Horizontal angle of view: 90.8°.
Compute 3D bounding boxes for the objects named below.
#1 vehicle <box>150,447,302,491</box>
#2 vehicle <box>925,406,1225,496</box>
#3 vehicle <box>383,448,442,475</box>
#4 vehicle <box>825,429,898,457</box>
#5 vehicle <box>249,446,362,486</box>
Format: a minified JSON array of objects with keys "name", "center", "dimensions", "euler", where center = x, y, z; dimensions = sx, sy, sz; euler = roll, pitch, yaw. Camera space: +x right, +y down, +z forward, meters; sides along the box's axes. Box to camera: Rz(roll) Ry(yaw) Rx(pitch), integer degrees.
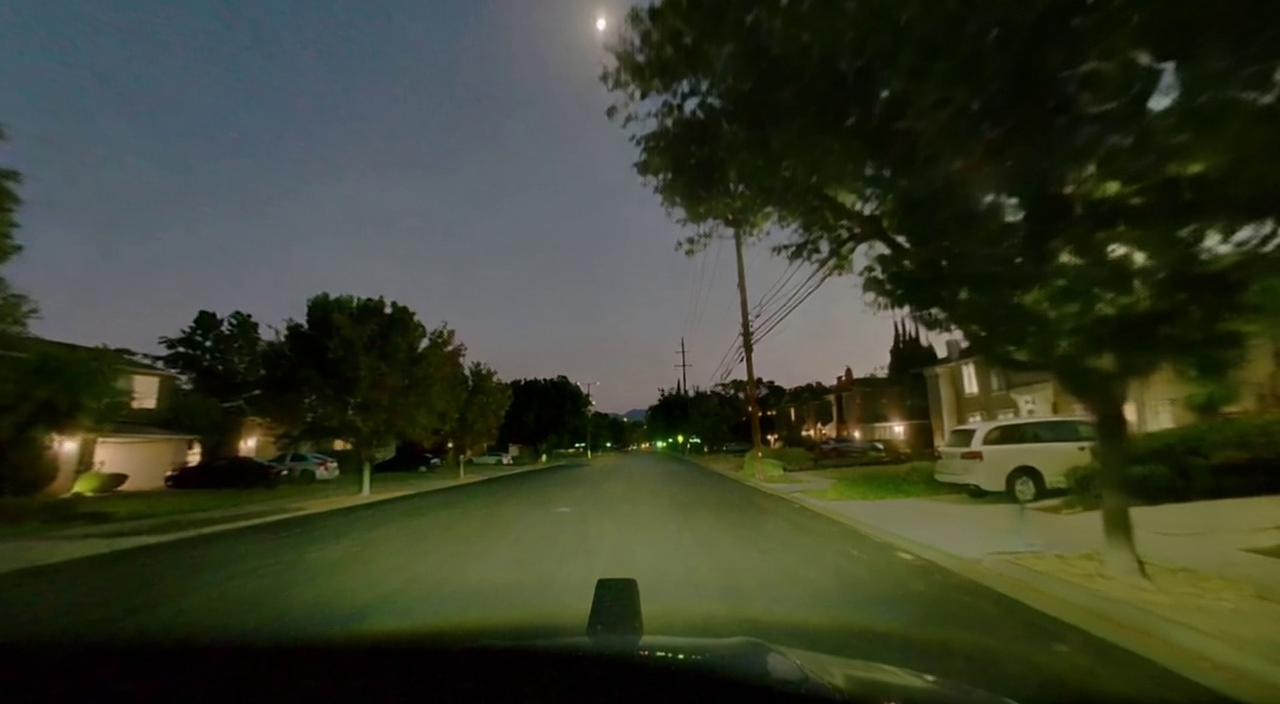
[{"name":"vehicle","center":[-16.245,4.599,24.993],"dimensions":[4.482,1.648,2.169],"euler":[0,-9,1]},{"name":"vehicle","center":[9.683,2.252,14.454],"dimensions":[5.273,1.868,2.070],"euler":[0,-9,0]},{"name":"vehicle","center":[-14.737,7.081,41.242],"dimensions":[1.978,1.586,5.192],"euler":[0,-9,0]},{"name":"vehicle","center":[15.246,6.333,43.701],"dimensions":[4.373,1.759,2.093],"euler":[0,-9,7]},{"name":"vehicle","center":[-15.065,5.111,28.535],"dimensions":[4.232,1.693,1.949],"euler":[-2,-9,16]}]
